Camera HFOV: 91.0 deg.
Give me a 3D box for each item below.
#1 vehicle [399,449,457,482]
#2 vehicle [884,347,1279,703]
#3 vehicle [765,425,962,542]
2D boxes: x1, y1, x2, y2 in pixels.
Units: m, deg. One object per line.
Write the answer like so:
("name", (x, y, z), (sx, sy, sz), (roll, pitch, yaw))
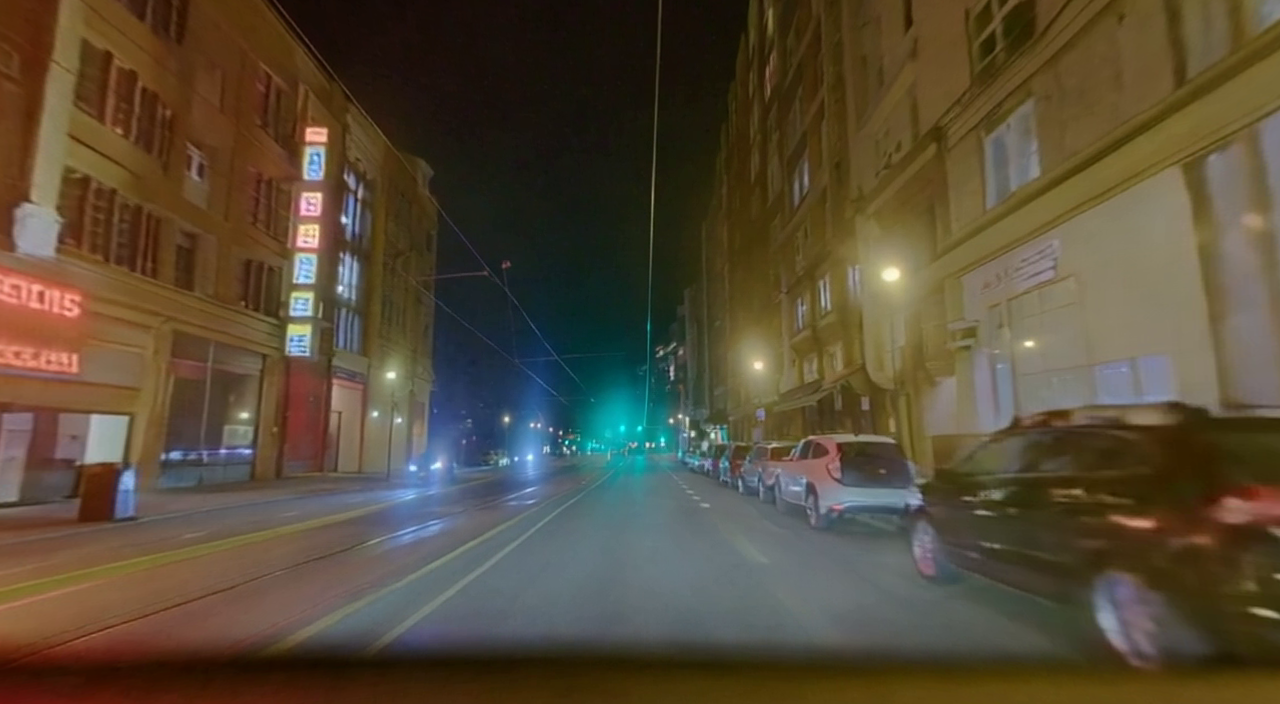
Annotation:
("vehicle", (-10.185, 5.438, 30.452), (1.877, 1.430, 3.712), (1, -8, -7))
("vehicle", (3.638, 1.107, 4.594), (1.941, 1.671, 4.264), (-1, -8, 0))
("vehicle", (3.522, 2.136, 10.873), (1.903, 1.596, 4.144), (-1, -8, 1))
